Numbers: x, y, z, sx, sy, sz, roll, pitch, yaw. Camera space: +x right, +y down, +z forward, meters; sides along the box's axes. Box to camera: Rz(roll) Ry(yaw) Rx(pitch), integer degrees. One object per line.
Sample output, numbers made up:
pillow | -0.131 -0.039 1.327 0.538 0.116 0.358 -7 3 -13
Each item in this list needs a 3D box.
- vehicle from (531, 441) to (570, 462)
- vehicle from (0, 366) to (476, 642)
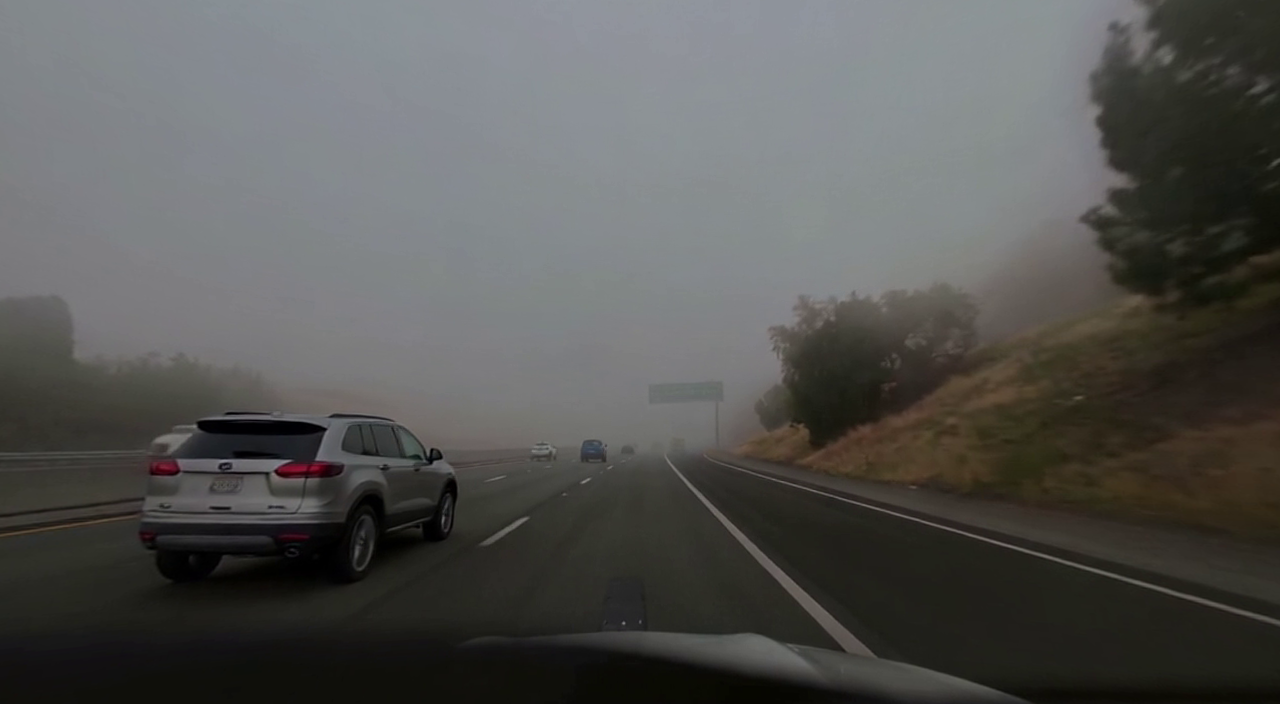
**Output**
vehicle | -6.780 7.563 48.232 2.145 1.512 4.404 0 -8 2
vehicle | -3.570 1.370 6.713 2.218 1.848 4.789 0 -9 2
